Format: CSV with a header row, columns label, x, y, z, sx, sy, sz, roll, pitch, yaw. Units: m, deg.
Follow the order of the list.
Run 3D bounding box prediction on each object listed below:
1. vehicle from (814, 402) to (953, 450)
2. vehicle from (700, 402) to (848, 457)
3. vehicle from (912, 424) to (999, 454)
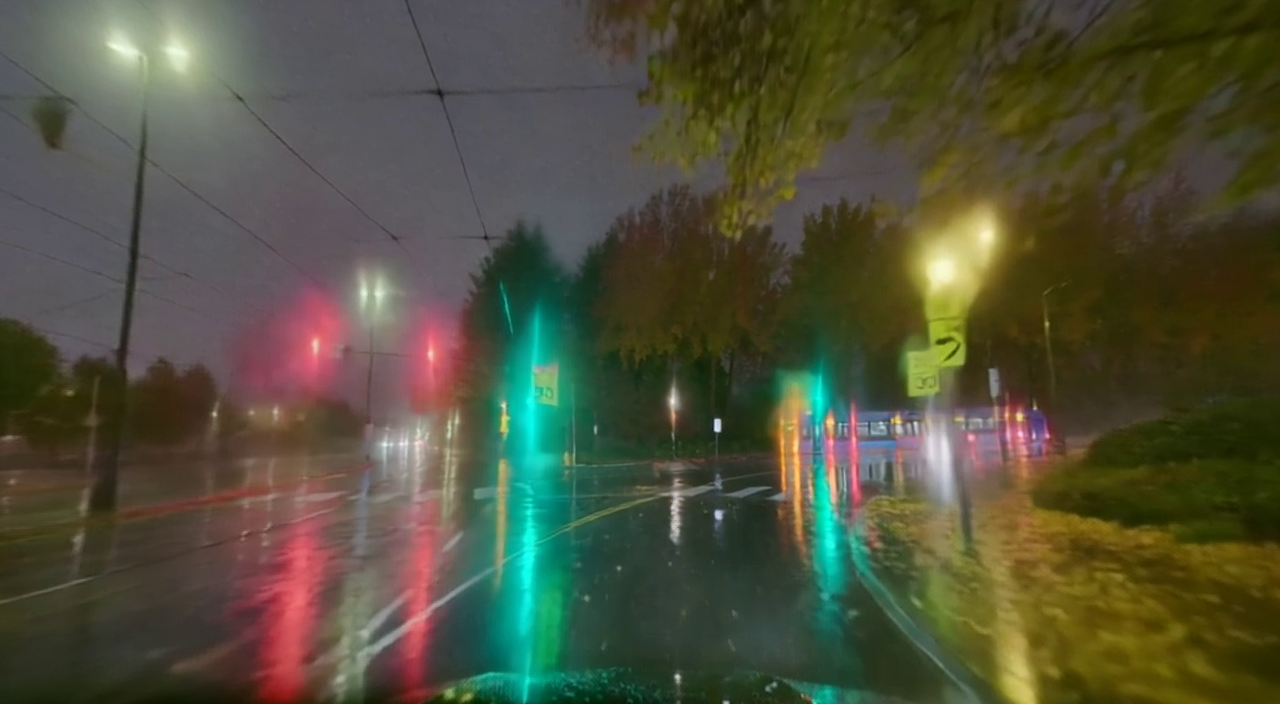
label,x,y,z,sx,sy,sz,roll,pitch,yaw
vehicle,19.156,5.865,49.253,10.440,3.509,2.903,2,-8,-16
vehicle,9.857,5.782,46.181,10.391,3.725,2.904,2,-9,-15
vehicle,19.690,5.449,39.110,4.687,1.760,2.028,3,-9,-18
